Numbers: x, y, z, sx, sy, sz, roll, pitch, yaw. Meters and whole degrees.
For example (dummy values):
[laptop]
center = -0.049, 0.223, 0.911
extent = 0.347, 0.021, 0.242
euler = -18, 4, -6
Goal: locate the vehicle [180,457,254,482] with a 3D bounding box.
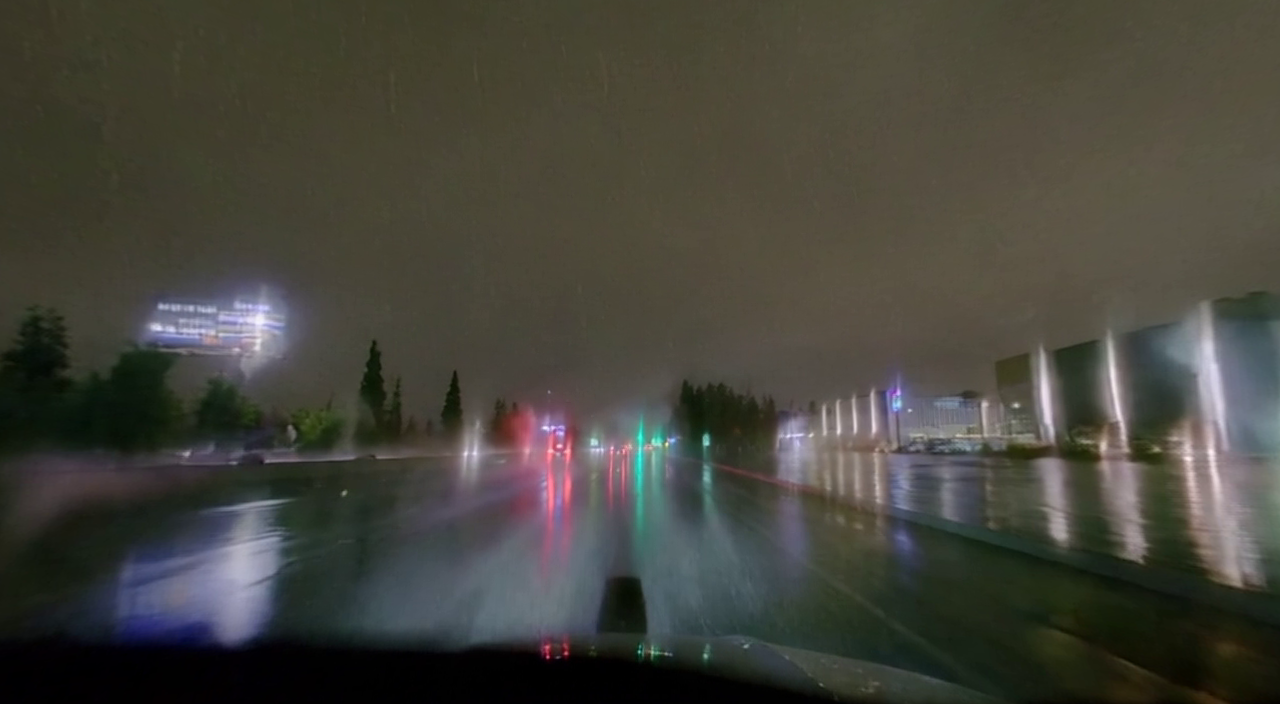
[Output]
[vehicle]
center = -28.313, 7.857, 42.393
extent = 1.790, 1.436, 4.611
euler = 0, -9, 1
